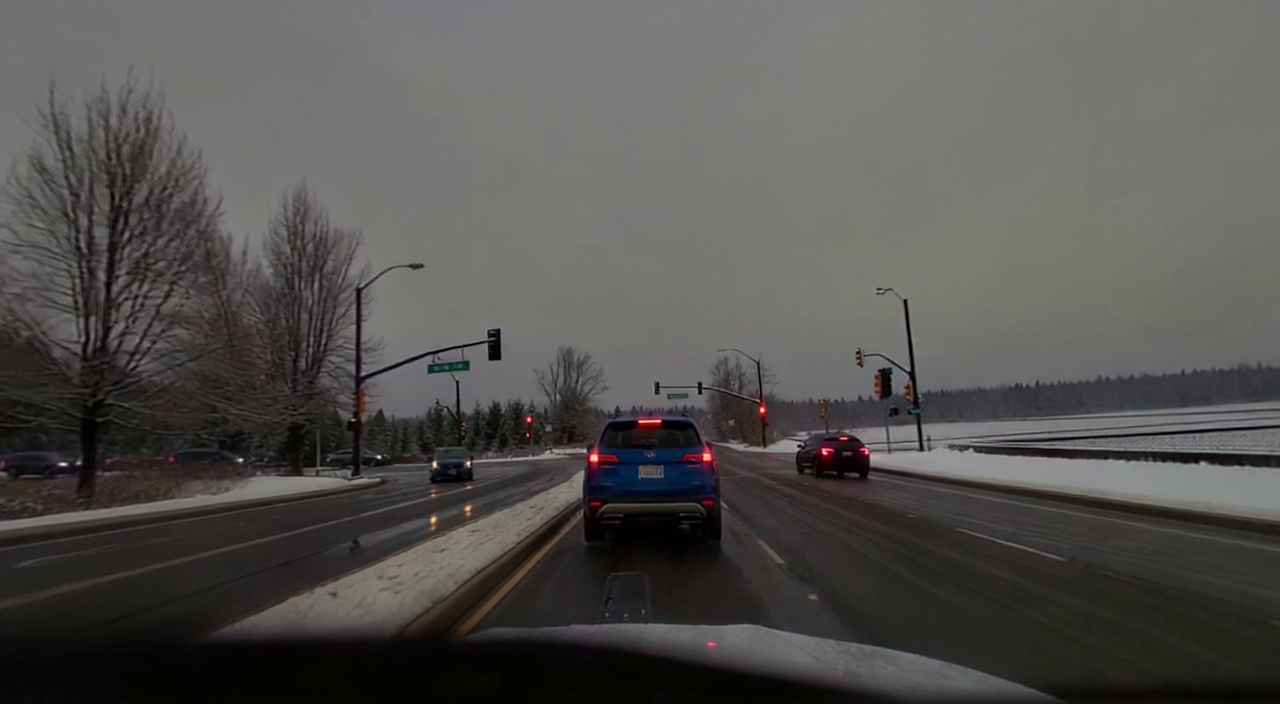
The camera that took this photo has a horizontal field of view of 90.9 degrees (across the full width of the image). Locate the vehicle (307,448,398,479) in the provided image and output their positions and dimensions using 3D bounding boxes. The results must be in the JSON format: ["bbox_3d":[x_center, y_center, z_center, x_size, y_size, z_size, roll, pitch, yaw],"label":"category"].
[{"bbox_3d":[-16.498,6.371,36.233,4.510,1.606,2.192,-4,-9,22],"label":"vehicle"}]

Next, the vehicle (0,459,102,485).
[{"bbox_3d":[-36.456,7.354,38.885,4.559,1.458,2.265,-1,-8,2],"label":"vehicle"}]

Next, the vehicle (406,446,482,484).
[{"bbox_3d":[-8.708,4.899,27.769,2.425,1.480,4.707,4,-9,-26],"label":"vehicle"}]

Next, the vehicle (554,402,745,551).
[{"bbox_3d":[0.109,1.807,9.756,2.298,1.770,4.138,0,-8,0],"label":"vehicle"}]

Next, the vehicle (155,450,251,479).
[{"bbox_3d":[-27.386,7.048,39.586,4.608,1.680,2.026,-1,-8,4],"label":"vehicle"}]

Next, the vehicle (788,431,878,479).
[{"bbox_3d":[7.198,3.892,24.067,2.012,1.636,4.352,0,-8,0],"label":"vehicle"}]
